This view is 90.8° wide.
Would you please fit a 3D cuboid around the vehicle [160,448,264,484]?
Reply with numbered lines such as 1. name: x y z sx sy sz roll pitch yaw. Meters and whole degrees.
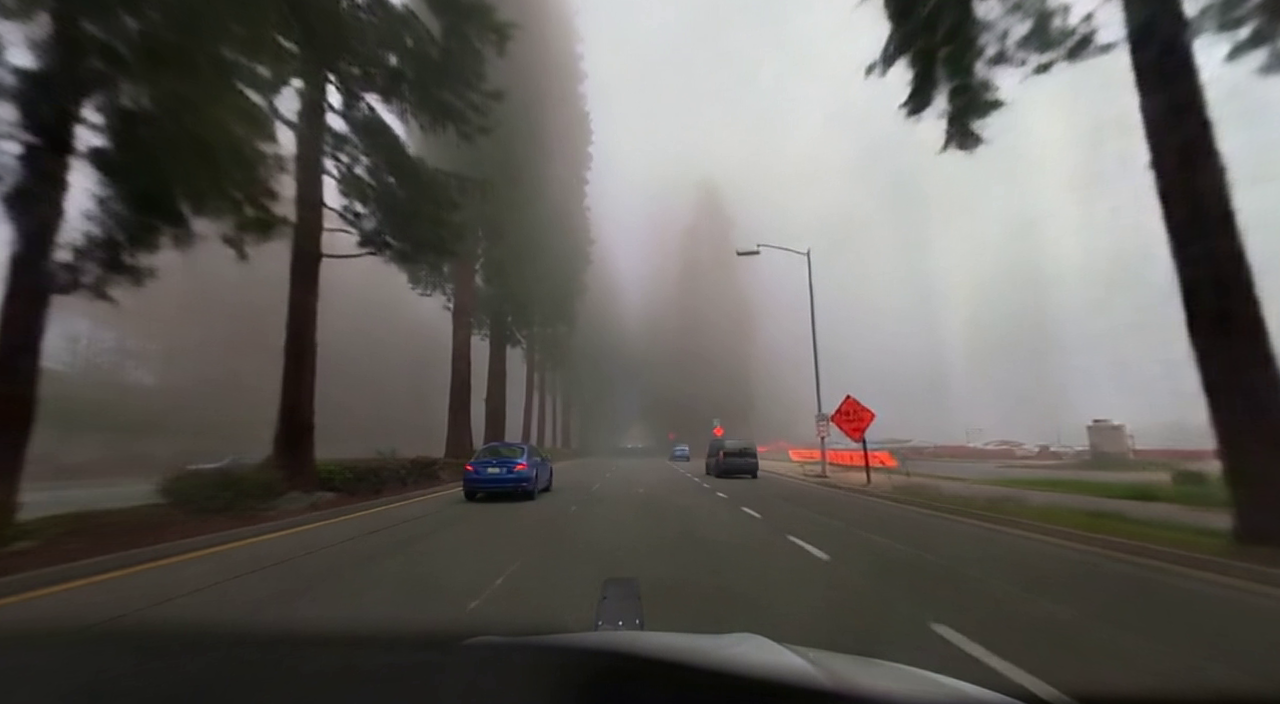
1. vehicle: -21.521 5.725 32.054 1.958 1.641 4.663 0 -9 1

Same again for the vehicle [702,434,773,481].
1. vehicle: 4.023 4.469 27.036 2.159 1.793 4.735 0 -9 -1

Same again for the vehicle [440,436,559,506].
1. vehicle: -3.285 2.876 15.688 2.020 1.474 4.098 0 -9 0
